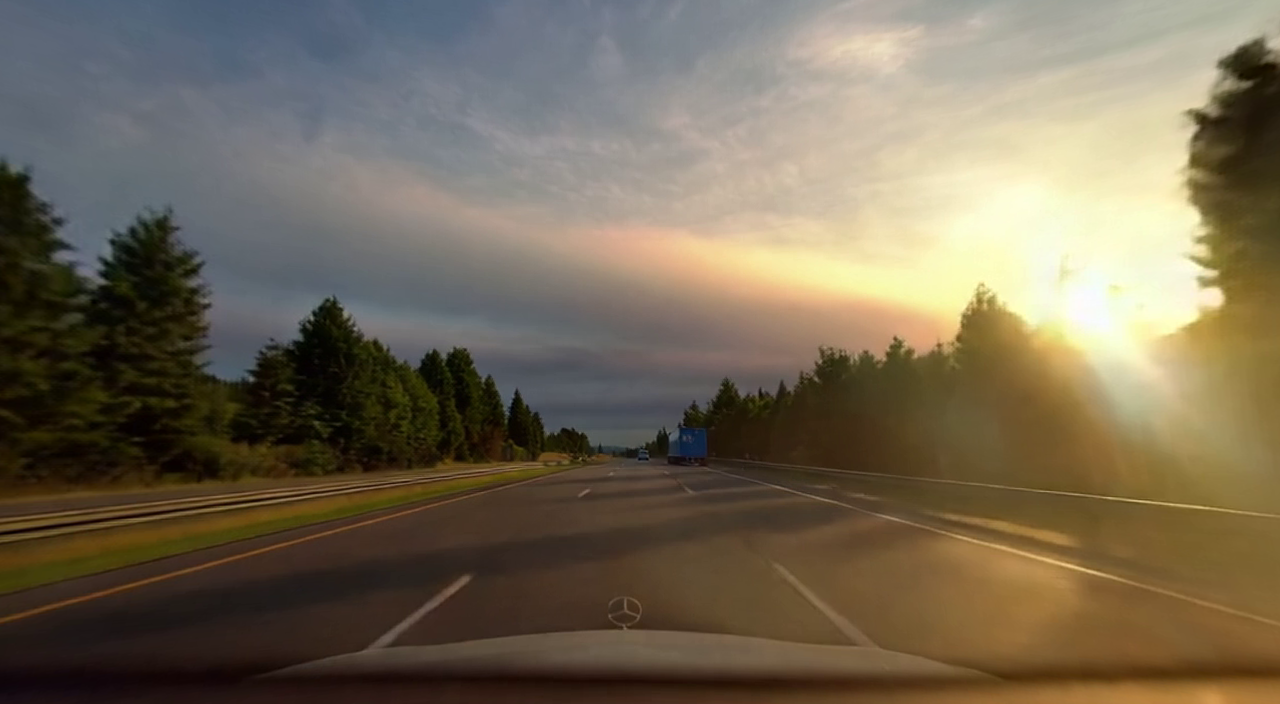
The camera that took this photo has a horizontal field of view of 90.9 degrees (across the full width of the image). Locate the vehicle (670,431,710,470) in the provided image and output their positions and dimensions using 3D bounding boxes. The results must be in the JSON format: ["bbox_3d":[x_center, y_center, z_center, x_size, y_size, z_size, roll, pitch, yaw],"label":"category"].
[{"bbox_3d":[3.770,7.658,48.737,2.572,2.795,5.978,0,-9,-1],"label":"vehicle"}]

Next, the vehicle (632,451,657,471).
[{"bbox_3d":[0.377,8.515,49.531,1.900,1.497,3.732,0,-9,1],"label":"vehicle"}]
